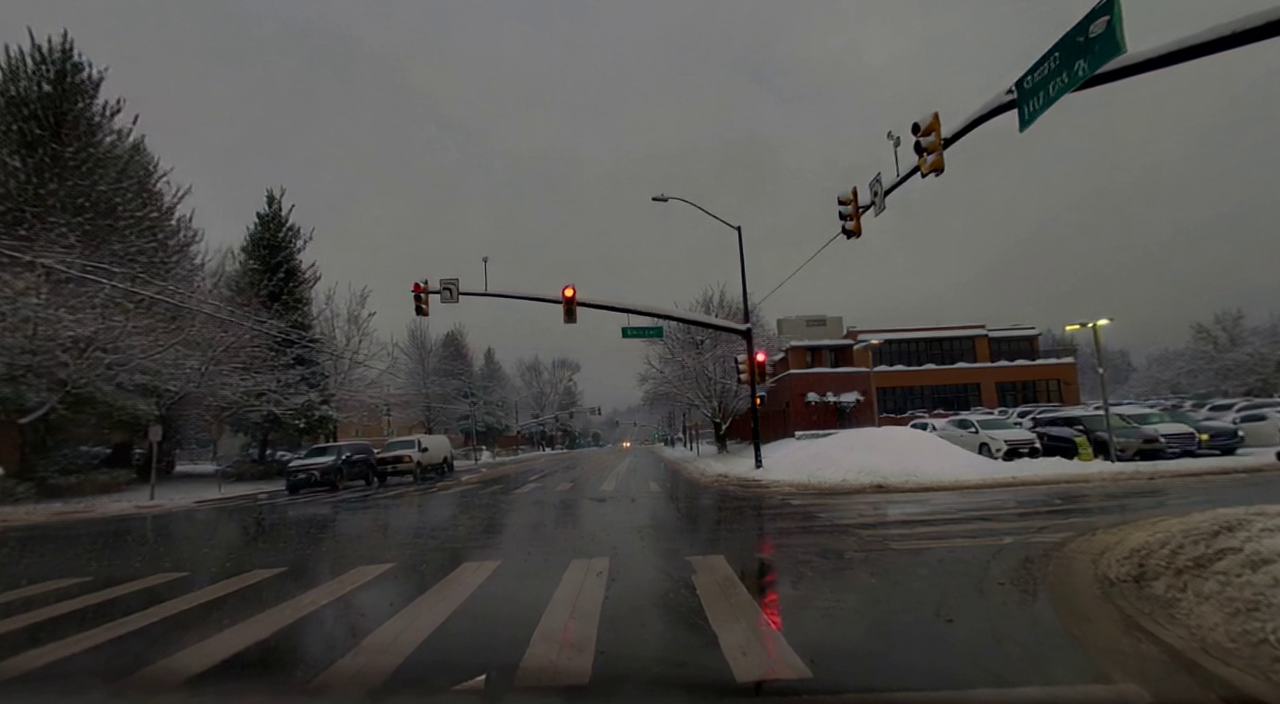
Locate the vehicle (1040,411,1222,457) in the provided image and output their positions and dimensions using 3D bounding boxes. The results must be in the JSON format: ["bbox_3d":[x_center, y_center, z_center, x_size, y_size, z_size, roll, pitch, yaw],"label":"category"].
[{"bbox_3d":[16.926,2.906,22.099,4.560,1.453,1.851,-3,-9,18],"label":"vehicle"}]

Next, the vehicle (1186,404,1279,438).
[{"bbox_3d":[34.911,4.028,36.651,4.326,1.511,1.725,-8,-9,17],"label":"vehicle"}]

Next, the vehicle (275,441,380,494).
[{"bbox_3d":[-13.728,5.063,28.149,2.251,1.957,4.968,-4,-9,-1],"label":"vehicle"}]

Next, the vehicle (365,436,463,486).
[{"bbox_3d":[-10.171,4.956,29.059,2.475,1.940,5.702,-3,-9,0],"label":"vehicle"}]

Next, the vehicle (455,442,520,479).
[{"bbox_3d":[-6.982,4.995,29.323,2.024,1.470,4.153,-3,-9,-1],"label":"vehicle"}]
